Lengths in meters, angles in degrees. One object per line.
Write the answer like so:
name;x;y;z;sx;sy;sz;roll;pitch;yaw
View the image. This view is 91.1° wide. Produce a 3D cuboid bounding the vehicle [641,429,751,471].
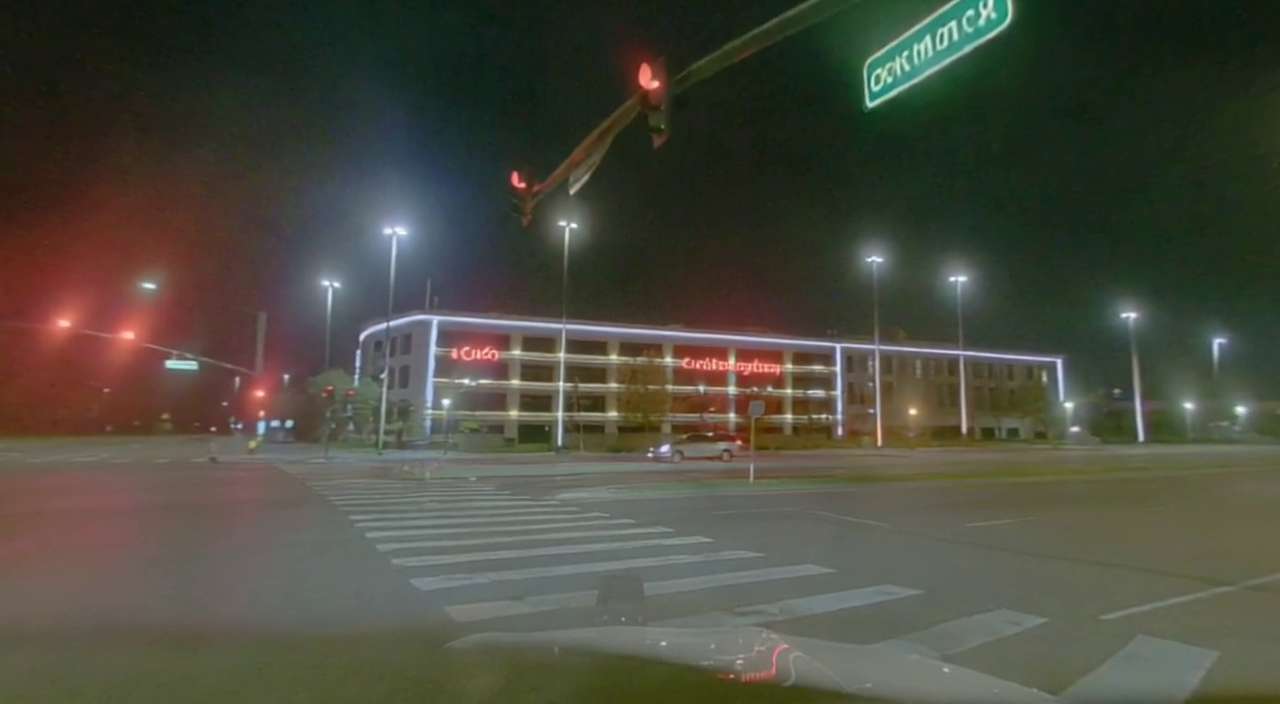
vehicle;2.604;4.504;29.070;4.713;1.775;2.030;3;-9;-29
